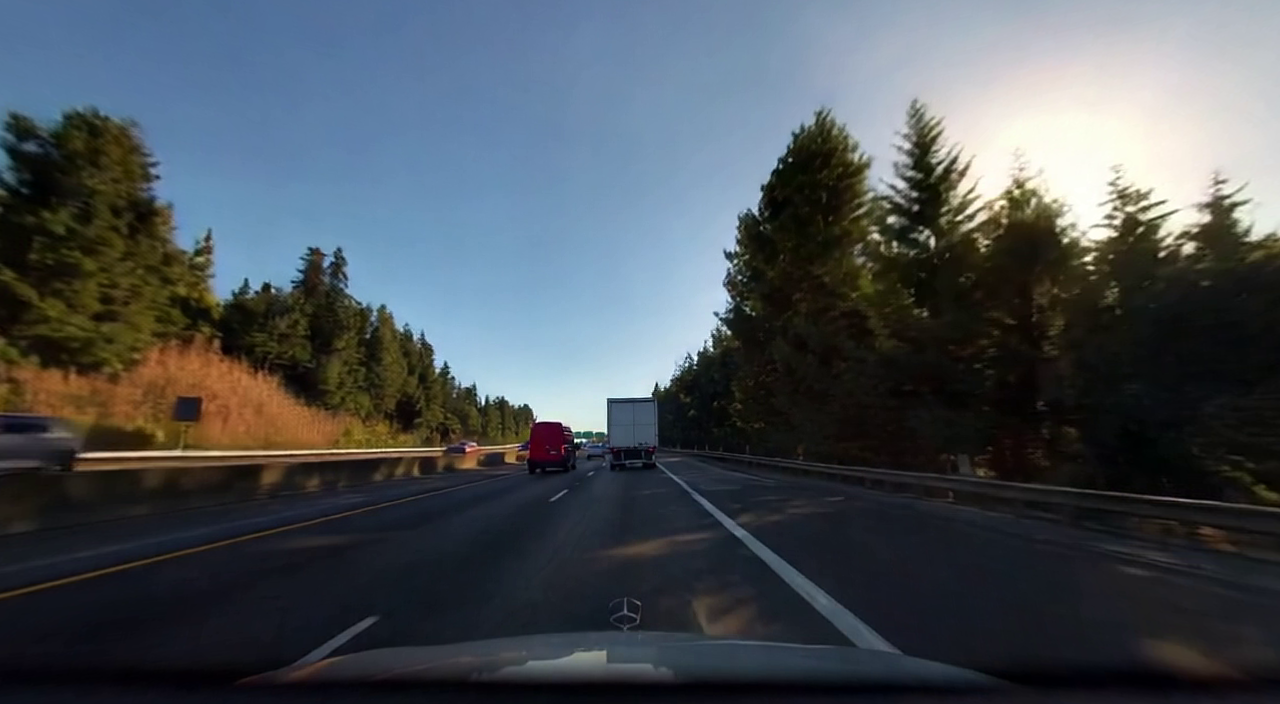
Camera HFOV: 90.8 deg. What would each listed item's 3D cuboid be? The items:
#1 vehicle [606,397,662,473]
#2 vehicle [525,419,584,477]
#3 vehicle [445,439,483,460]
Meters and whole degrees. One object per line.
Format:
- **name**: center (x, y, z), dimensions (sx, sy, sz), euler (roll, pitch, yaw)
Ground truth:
- **vehicle**: center (-0.359, 5.230, 38.935), dimensions (2.995, 4.036, 10.311), euler (0, -9, 0)
- **vehicle**: center (-4.459, 5.208, 34.162), dimensions (2.357, 2.786, 6.144), euler (0, -9, 0)
- **vehicle**: center (-13.558, 7.544, 48.809), dimensions (1.729, 1.572, 4.411), euler (0, -9, 0)
